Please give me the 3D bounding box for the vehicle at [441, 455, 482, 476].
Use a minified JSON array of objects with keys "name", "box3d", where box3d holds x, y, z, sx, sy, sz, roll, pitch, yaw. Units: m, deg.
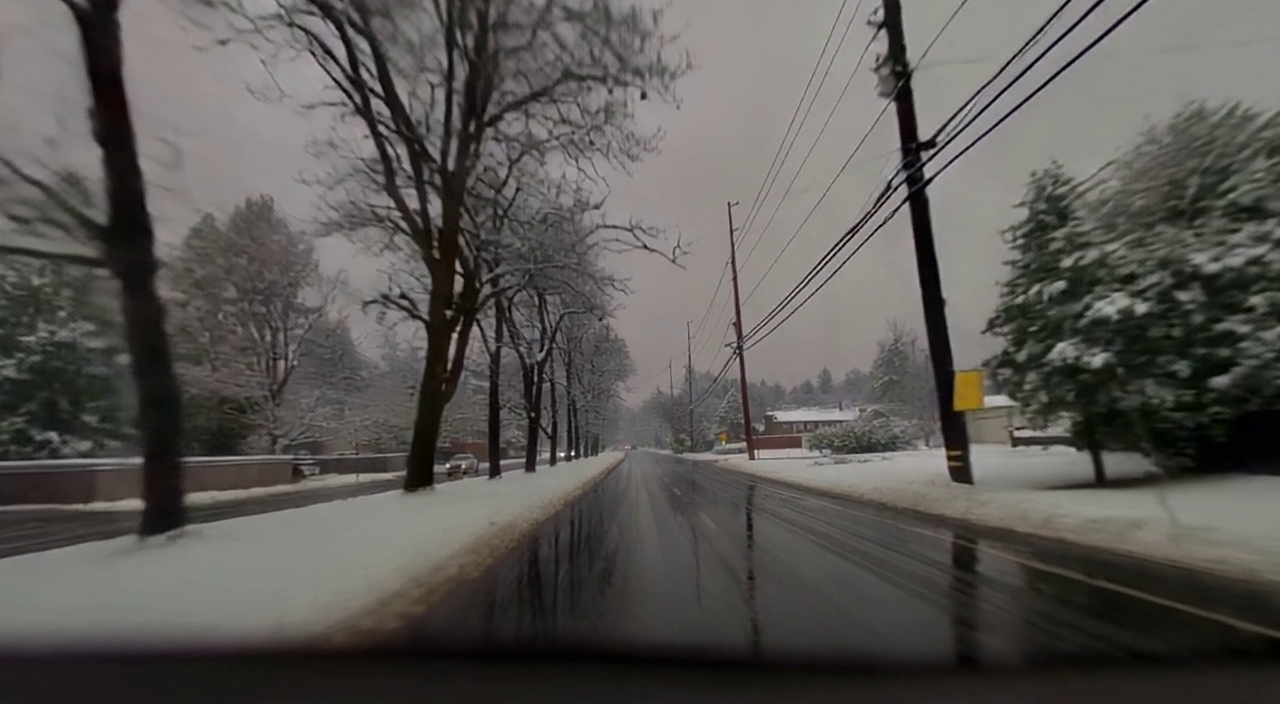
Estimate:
[{"name":"vehicle","box3d":[-13.642,8.666,48.535,1.897,1.451,4.298,0,-9,0]}]
